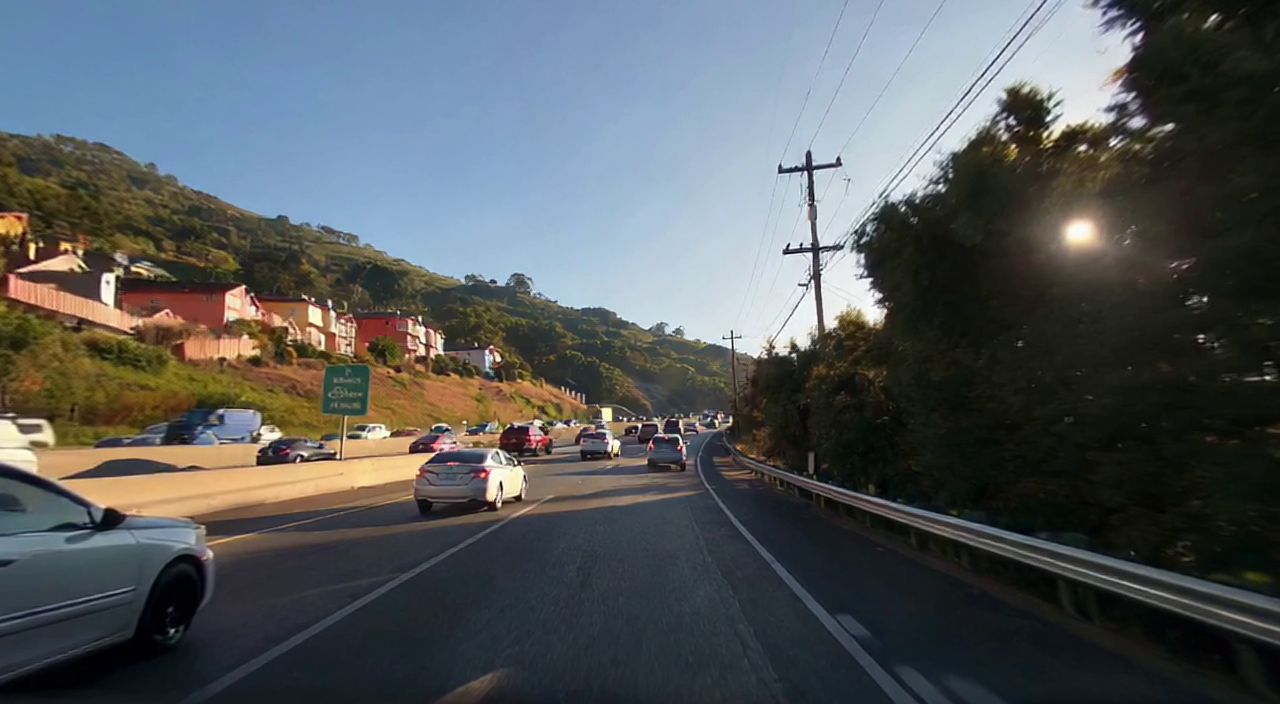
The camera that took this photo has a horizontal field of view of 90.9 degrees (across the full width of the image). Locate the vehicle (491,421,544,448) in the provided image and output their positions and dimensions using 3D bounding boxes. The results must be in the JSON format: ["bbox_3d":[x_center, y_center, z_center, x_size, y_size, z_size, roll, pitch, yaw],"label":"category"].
[{"bbox_3d":[-8.571,5.878,44.605,2.080,1.833,4.461,-2,-9,12],"label":"vehicle"}]

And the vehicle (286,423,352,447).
[{"bbox_3d":[-21.940,5.735,43.310,1.842,1.568,4.109,-2,-8,11],"label":"vehicle"}]

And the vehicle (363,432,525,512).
[{"bbox_3d":[-4.153,2.617,14.342,1.956,1.478,4.789,-1,-8,2],"label":"vehicle"}]

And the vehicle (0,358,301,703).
[{"bbox_3d":[-4.142,0.975,3.427,2.079,1.763,4.295,0,-8,2],"label":"vehicle"}]

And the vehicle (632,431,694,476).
[{"bbox_3d":[0.893,3.726,23.237,2.109,1.495,3.935,-1,-8,4],"label":"vehicle"}]

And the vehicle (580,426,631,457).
[{"bbox_3d":[-1.937,5.223,36.676,2.121,1.639,4.383,-1,-8,8],"label":"vehicle"}]
